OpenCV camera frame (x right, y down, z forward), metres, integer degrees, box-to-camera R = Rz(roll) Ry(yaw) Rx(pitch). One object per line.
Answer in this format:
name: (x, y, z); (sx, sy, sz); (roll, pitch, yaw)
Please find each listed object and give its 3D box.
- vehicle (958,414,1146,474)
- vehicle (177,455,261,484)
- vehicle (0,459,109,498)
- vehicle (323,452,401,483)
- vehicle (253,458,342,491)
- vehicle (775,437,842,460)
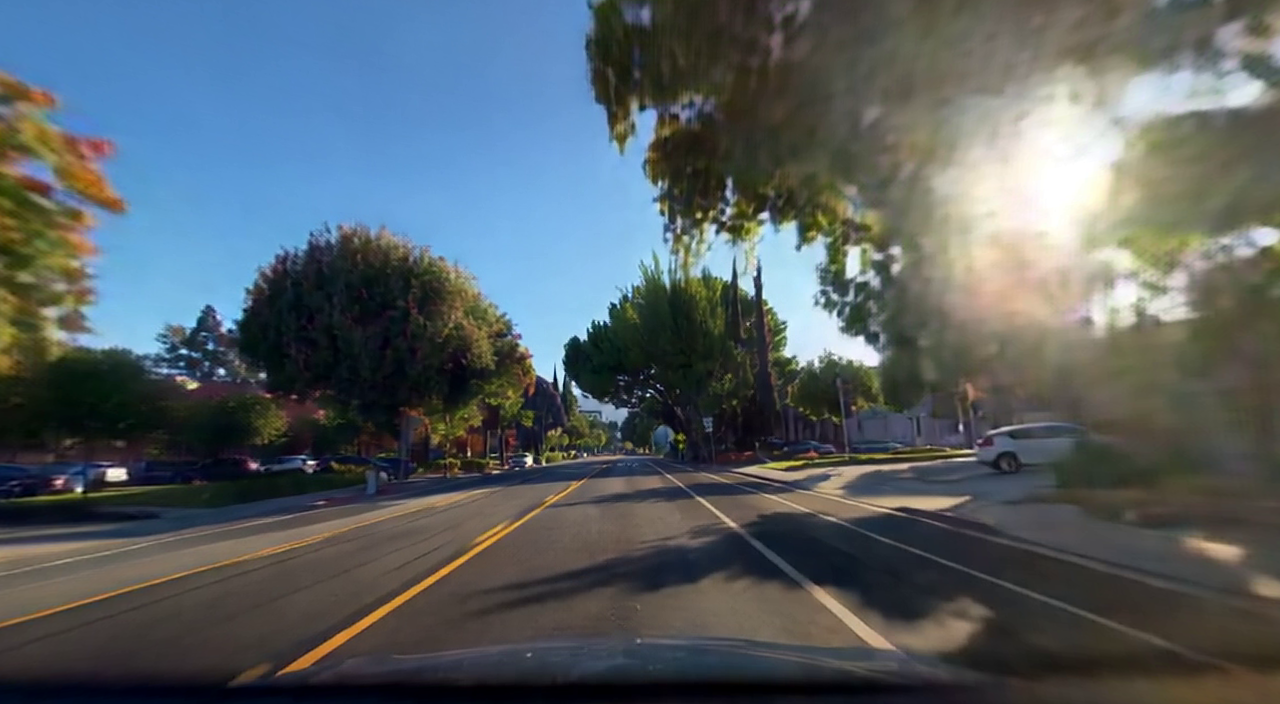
vehicle: (12.742, 2.928, 19.984); (4.632, 1.701, 1.975); (-5, -10, 26)
vehicle: (-27.677, 7.674, 41.657); (4.417, 1.747, 1.954); (5, -10, -33)
vehicle: (-27.263, 5.729, 28.724); (4.272, 1.613, 1.855); (2, -9, -14)
vehicle: (-16.548, 6.838, 37.623); (4.311, 1.746, 1.984); (-5, -10, 29)
vehicle: (-17.347, 6.139, 31.905); (4.708, 1.472, 1.994); (-6, -11, 35)
vehicle: (12.849, 7.370, 48.279); (4.554, 1.668, 1.974); (-5, -10, 28)
